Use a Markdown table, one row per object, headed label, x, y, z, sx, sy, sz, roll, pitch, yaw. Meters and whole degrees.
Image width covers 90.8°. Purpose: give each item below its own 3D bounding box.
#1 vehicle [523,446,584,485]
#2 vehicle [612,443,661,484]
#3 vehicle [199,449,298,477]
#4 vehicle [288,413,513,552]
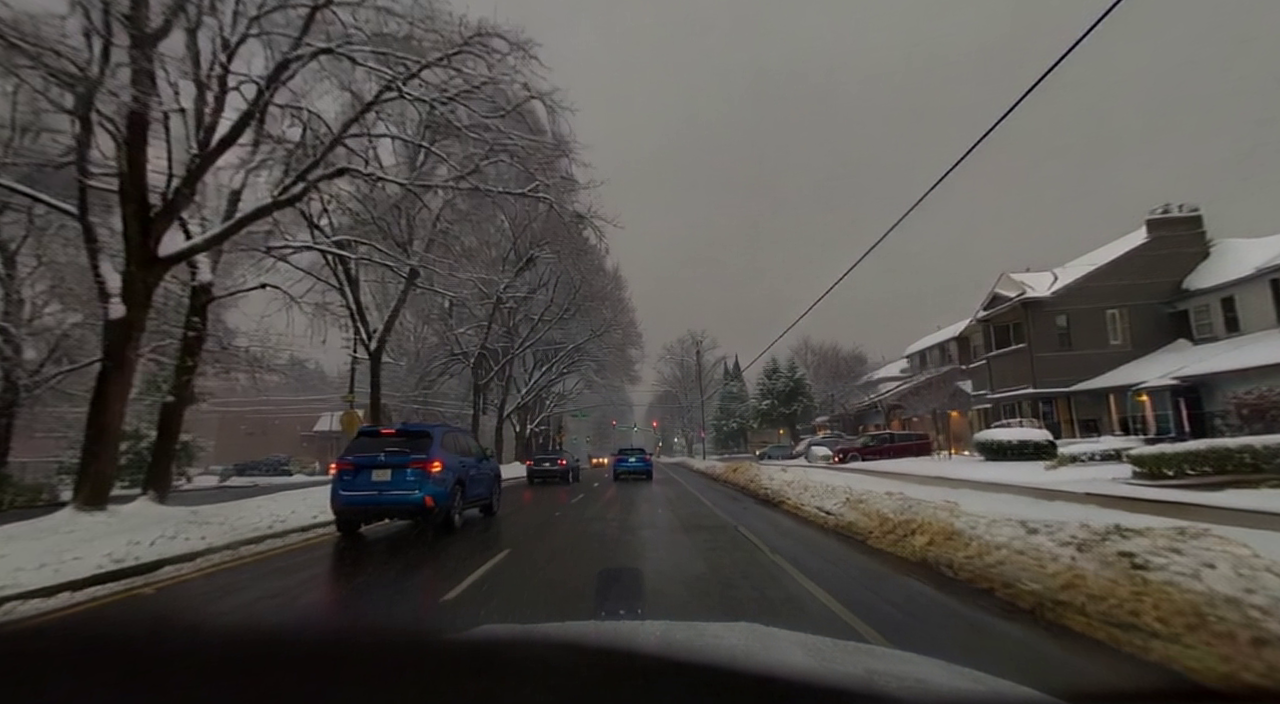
| label | x | y | z | sx | sy | sz | roll | pitch | yaw |
| --- | --- | --- | --- | --- | --- | --- | --- | --- | --- |
| vehicle | -3.727 | 4.969 | 27.936 | 2.066 | 1.565 | 3.905 | 0 | -8 | 1 |
| vehicle | -0.144 | 4.848 | 27.789 | 1.997 | 1.636 | 3.760 | 0 | -8 | 0 |
| vehicle | -28.539 | 8.093 | 46.290 | 5.692 | 1.926 | 2.274 | 3 | -9 | -18 |
| vehicle | -3.824 | 2.172 | 11.269 | 2.161 | 1.919 | 4.798 | 0 | -8 | -1 |
